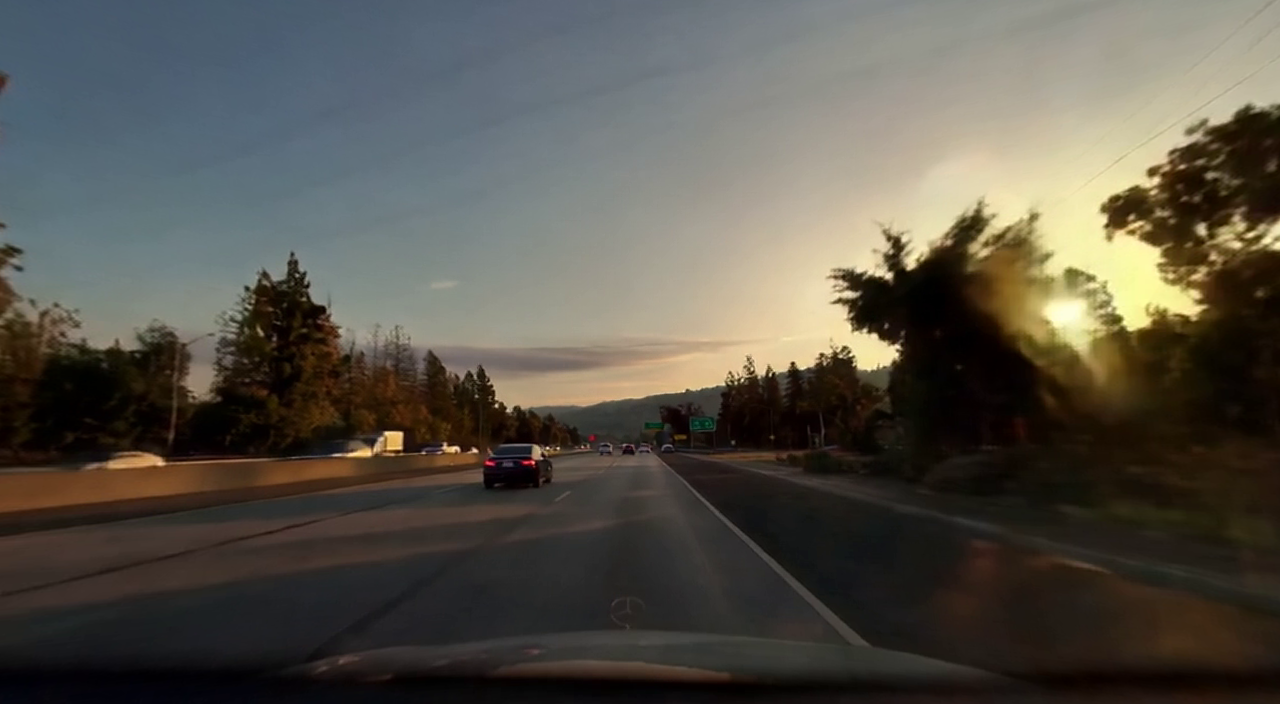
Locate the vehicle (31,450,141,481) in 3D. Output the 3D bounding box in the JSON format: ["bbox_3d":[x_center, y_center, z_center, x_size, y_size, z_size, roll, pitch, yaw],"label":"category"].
[{"bbox_3d":[-29.633,6.070,33.951,1.838,1.497,4.494,0,-9,0],"label":"vehicle"}]

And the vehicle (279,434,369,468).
[{"bbox_3d":[-18.308,5.789,36.950,2.287,1.829,5.763,0,-9,0],"label":"vehicle"}]

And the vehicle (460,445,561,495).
[{"bbox_3d":[-3.817,3.573,19.517,2.048,1.368,4.613,0,-9,1],"label":"vehicle"}]
